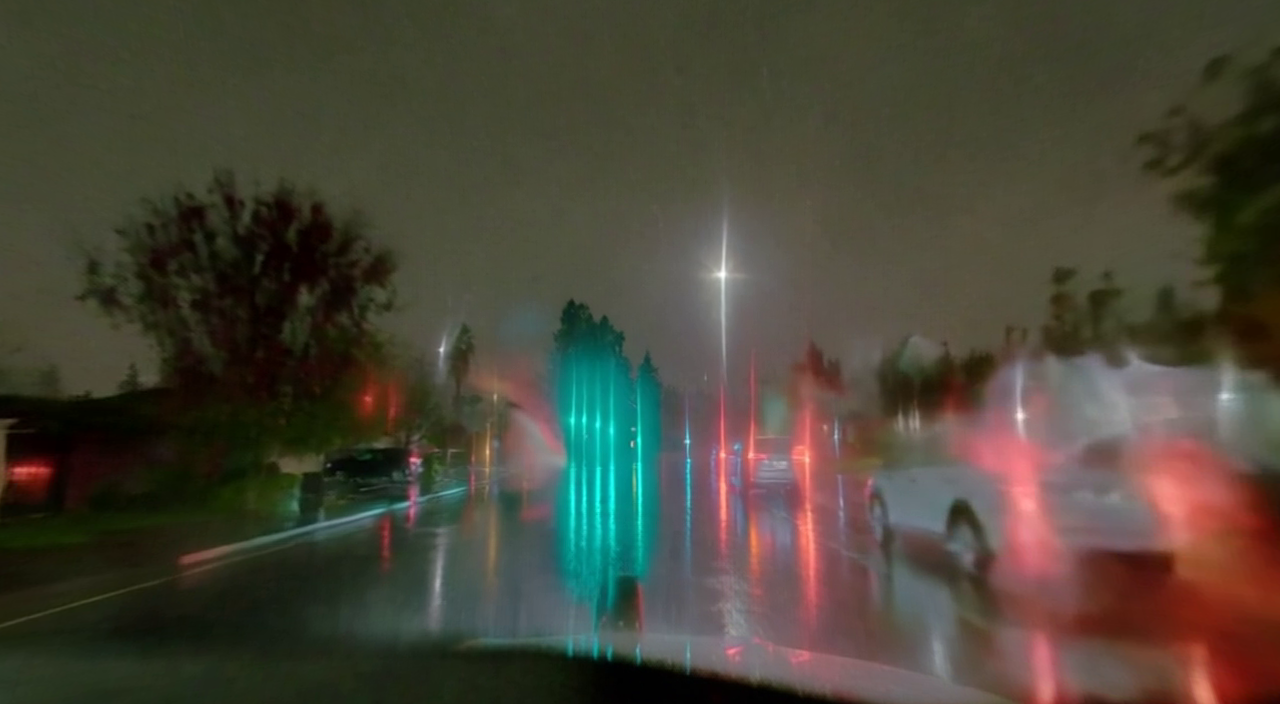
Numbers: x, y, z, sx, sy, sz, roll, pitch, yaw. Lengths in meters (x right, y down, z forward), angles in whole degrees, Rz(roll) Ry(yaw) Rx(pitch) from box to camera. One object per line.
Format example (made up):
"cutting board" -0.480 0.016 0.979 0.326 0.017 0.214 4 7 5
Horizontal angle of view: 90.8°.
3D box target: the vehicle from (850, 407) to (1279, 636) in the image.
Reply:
"vehicle" 4.109 1.529 6.828 2.043 1.585 4.687 0 -8 0

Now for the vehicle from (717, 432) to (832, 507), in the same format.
"vehicle" 3.183 2.887 15.980 2.037 1.595 4.536 0 -8 2
